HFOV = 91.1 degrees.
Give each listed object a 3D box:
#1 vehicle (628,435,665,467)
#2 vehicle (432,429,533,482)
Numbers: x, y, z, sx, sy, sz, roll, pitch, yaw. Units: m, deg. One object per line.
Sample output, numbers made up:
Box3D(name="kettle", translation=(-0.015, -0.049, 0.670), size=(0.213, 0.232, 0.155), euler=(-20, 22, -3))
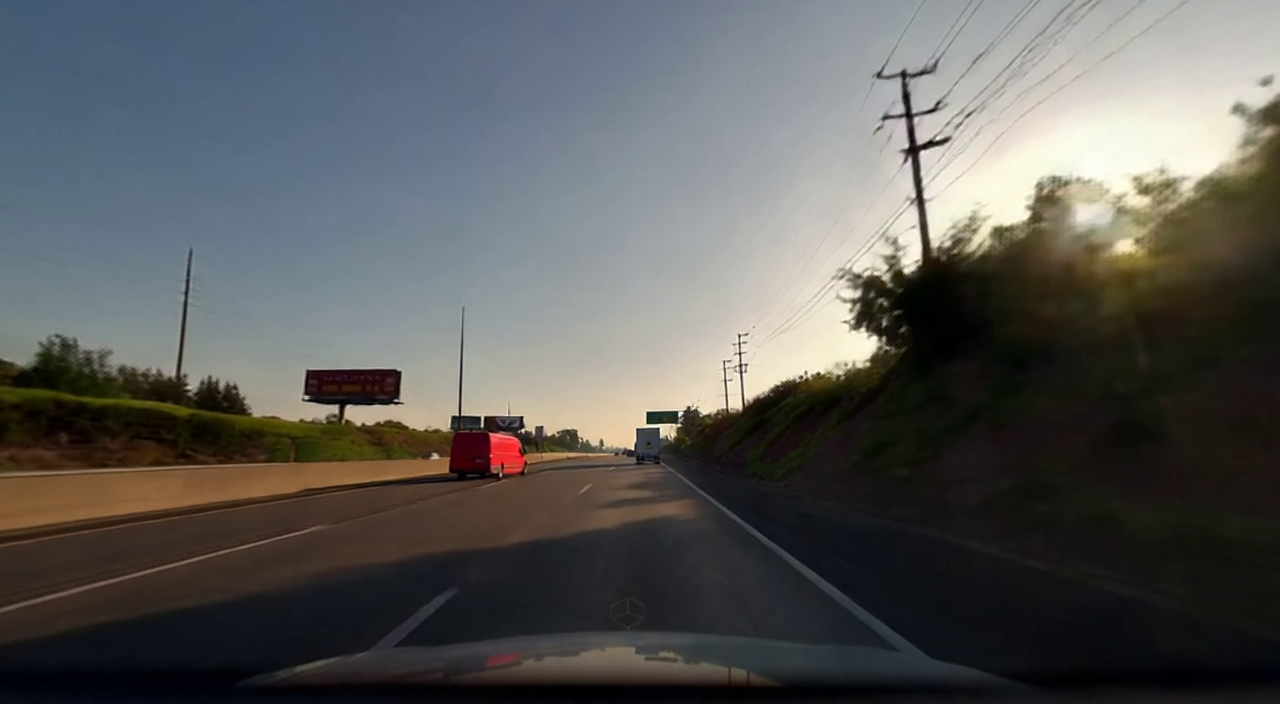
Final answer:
Box3D(name="vehicle", translation=(0.473, 7.511, 47.918), size=(2.692, 2.279, 5.695), euler=(0, -8, 0))
Box3D(name="vehicle", translation=(-6.848, 4.630, 28.479), size=(2.695, 2.084, 6.836), euler=(0, -8, 1))
